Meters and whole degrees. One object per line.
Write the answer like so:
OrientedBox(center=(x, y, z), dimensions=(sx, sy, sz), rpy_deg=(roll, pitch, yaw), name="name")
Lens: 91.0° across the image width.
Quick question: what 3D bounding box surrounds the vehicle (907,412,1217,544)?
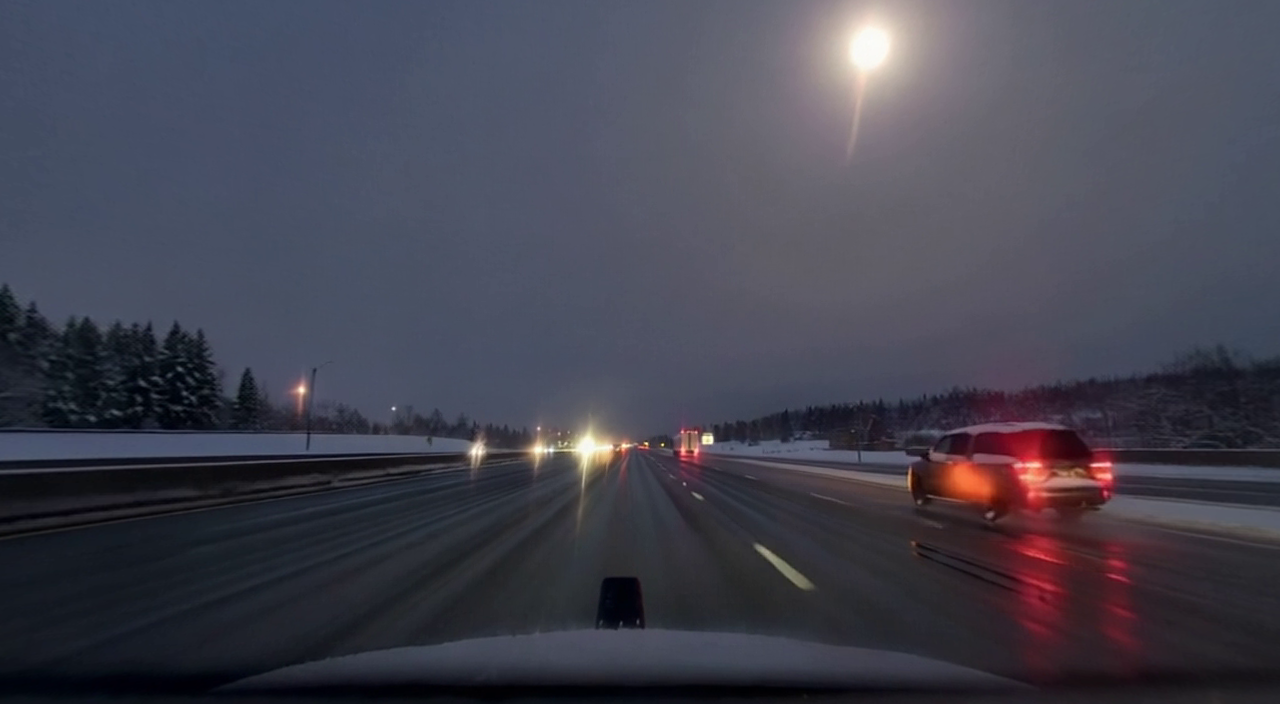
OrientedBox(center=(6.692, 2.048, 10.871), dimensions=(2.096, 1.767, 4.601), rpy_deg=(0, -9, 0), name="vehicle")
